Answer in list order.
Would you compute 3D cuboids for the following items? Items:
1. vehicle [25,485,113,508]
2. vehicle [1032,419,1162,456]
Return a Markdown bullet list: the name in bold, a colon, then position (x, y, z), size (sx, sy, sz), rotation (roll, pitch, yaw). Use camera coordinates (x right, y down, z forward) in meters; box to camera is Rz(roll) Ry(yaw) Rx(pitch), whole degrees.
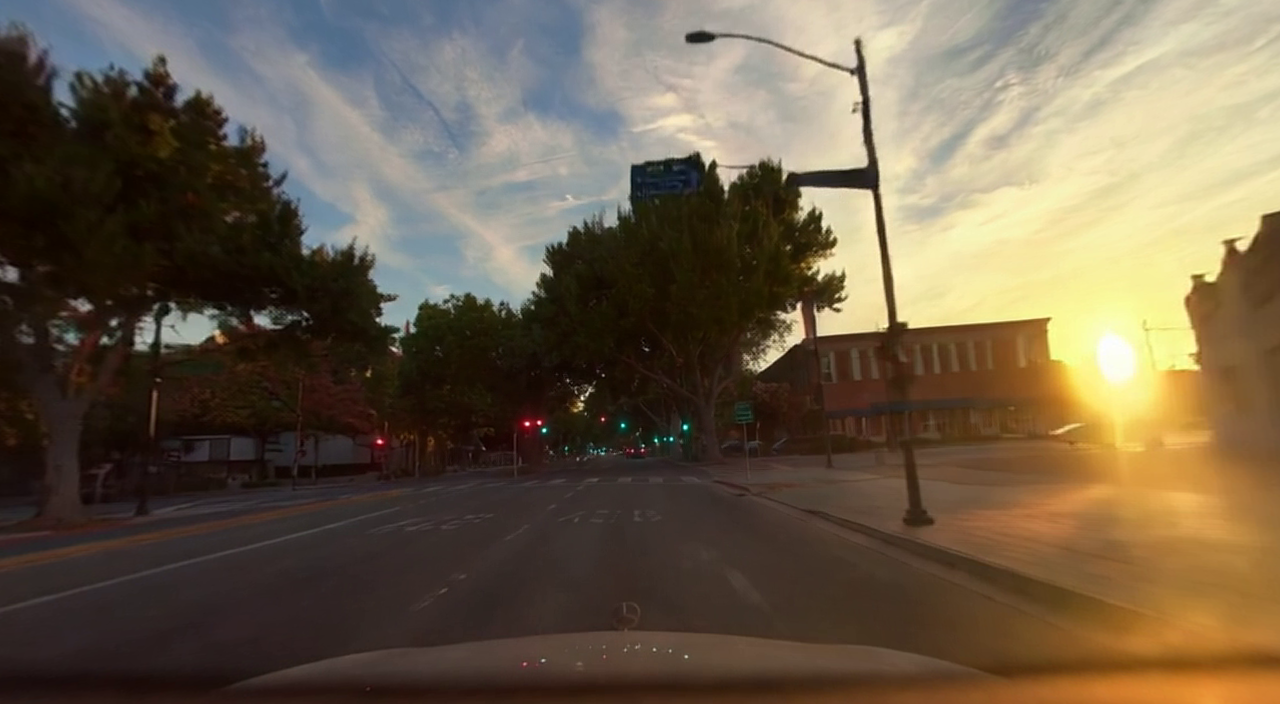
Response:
- **vehicle**: position (-40.495, 10.227, 44.860), size (4.173, 1.452, 1.908), rotation (1, -9, -7)
- **vehicle**: position (23.304, 4.394, 32.396), size (4.902, 1.519, 2.182), rotation (-3, -8, 0)
